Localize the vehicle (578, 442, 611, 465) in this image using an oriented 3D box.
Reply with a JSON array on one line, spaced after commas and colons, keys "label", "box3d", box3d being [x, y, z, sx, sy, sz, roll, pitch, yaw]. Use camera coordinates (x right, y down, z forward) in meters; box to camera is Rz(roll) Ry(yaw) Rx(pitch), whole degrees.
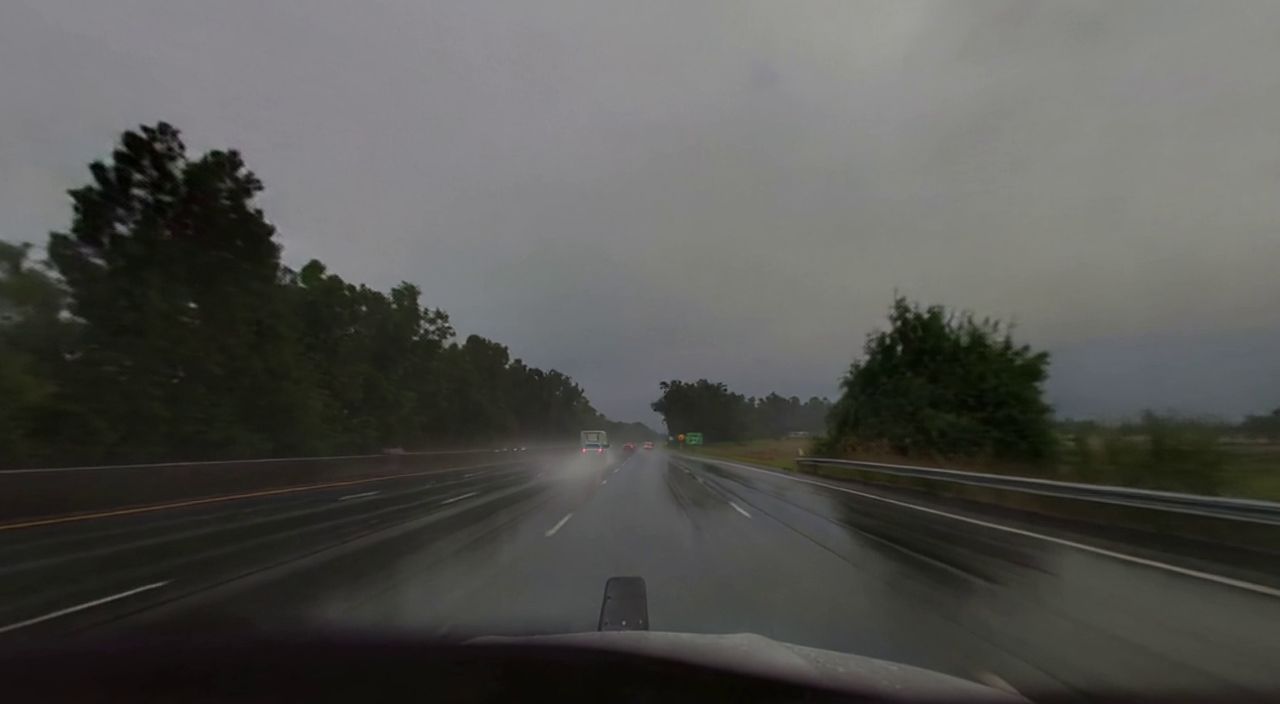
[{"label": "vehicle", "box3d": [-3.167, 7.176, 44.787, 1.993, 1.589, 3.898, 0, -8, 1]}]
